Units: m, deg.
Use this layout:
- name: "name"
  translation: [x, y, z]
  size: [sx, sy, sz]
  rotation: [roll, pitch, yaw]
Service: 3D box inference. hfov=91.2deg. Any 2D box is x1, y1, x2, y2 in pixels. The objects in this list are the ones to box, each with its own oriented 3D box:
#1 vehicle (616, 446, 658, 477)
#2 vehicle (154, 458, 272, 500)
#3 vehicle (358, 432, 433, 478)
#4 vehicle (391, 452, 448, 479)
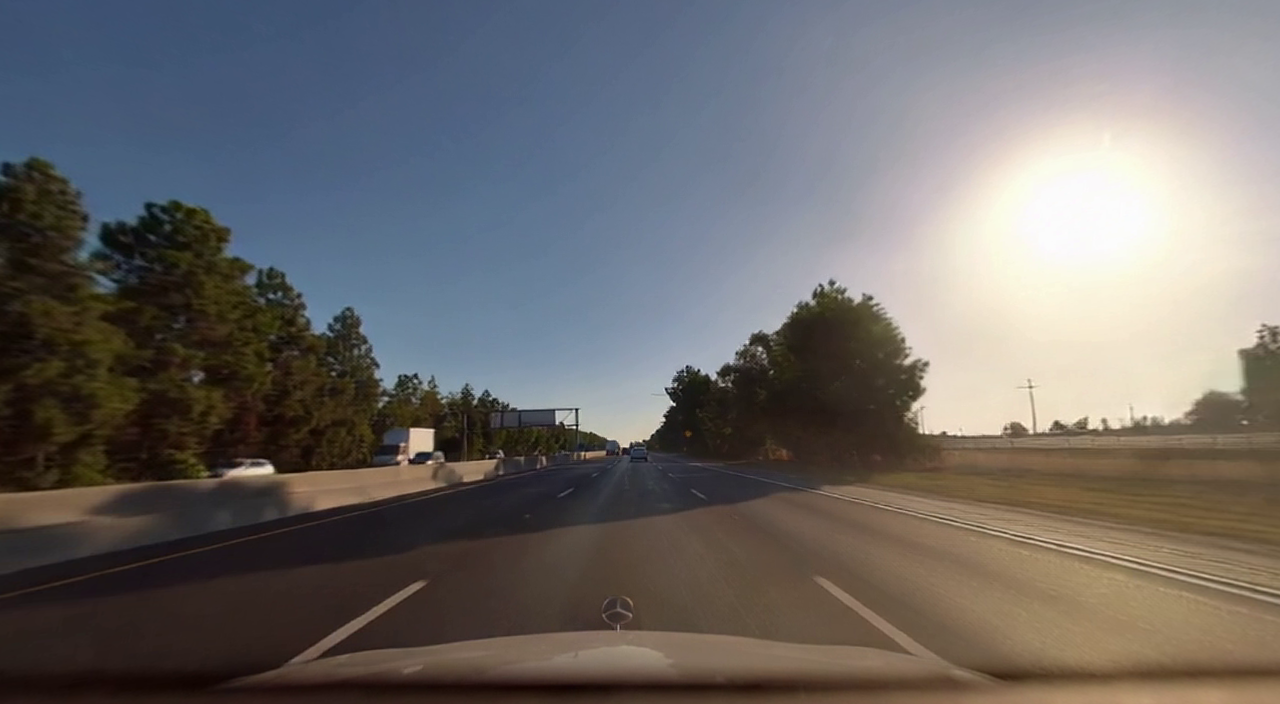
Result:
- name: "vehicle"
  translation: [-0.193, 5.838, 33.628]
  size: [2.095, 1.537, 4.017]
  rotation: [0, -9, -1]
- name: "vehicle"
  translation: [-16.863, 5.009, 25.041]
  size: [1.800, 1.480, 4.096]
  rotation: [0, -9, 0]
- name: "vehicle"
  translation: [-17.353, 7.331, 44.965]
  size: [2.645, 3.018, 6.446]
  rotation: [-1, -9, 1]
- name: "vehicle"
  translation: [-12.851, 6.622, 36.786]
  size: [1.903, 1.495, 3.908]
  rotation: [0, -9, 0]
